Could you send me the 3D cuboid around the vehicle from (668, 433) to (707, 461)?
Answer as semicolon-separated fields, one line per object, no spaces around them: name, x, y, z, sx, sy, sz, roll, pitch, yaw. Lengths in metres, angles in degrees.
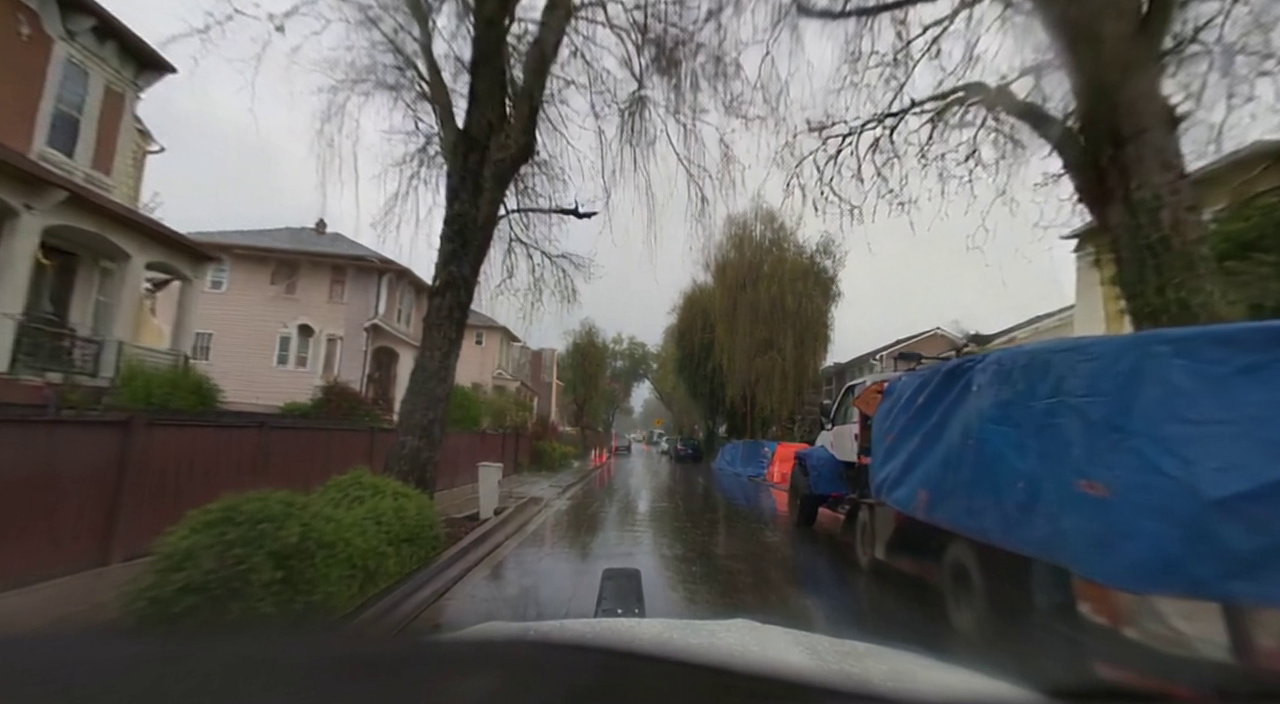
vehicle;3.031;6.209;41.444;2.066;1.739;4.234;0;-8;-2

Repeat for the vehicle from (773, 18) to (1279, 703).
vehicle;3.264;0.702;4.978;2.879;2.801;6.142;0;-8;-2
